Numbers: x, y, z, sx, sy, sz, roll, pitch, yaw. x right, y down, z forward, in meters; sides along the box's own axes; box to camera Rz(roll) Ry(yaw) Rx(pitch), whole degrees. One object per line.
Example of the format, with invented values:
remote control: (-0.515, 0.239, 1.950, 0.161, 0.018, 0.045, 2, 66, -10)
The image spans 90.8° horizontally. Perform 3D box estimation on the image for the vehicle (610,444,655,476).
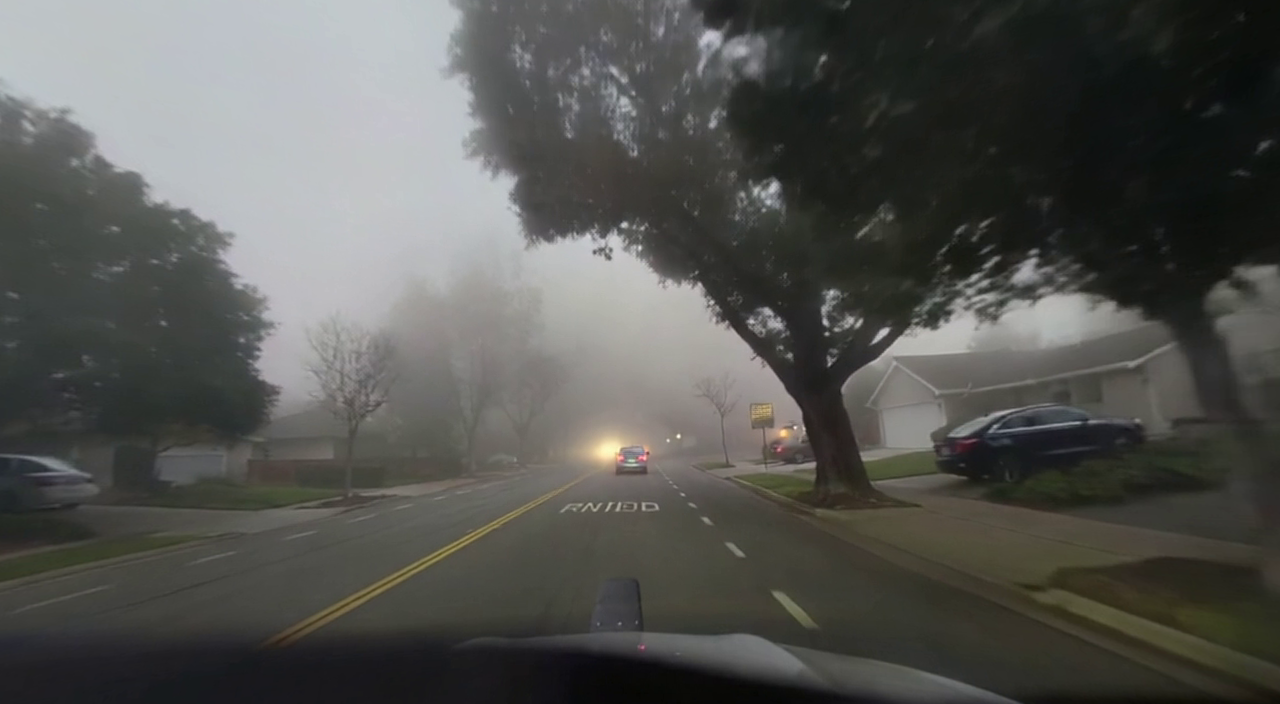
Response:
vehicle: (-0.361, 5.433, 31.883, 2.098, 1.483, 4.099, 0, -9, 0)

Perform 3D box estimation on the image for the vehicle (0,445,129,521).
vehicle: (-17.071, 3.494, 17.158, 4.463, 1.917, 1.970, 1, -9, -5)

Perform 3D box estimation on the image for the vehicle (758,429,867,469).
vehicle: (8.621, 4.880, 31.912, 4.740, 1.467, 2.074, -5, -9, -3)

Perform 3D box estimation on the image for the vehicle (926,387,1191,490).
vehicle: (9.545, 2.027, 14.712, 4.634, 1.723, 1.966, -6, -9, -2)
